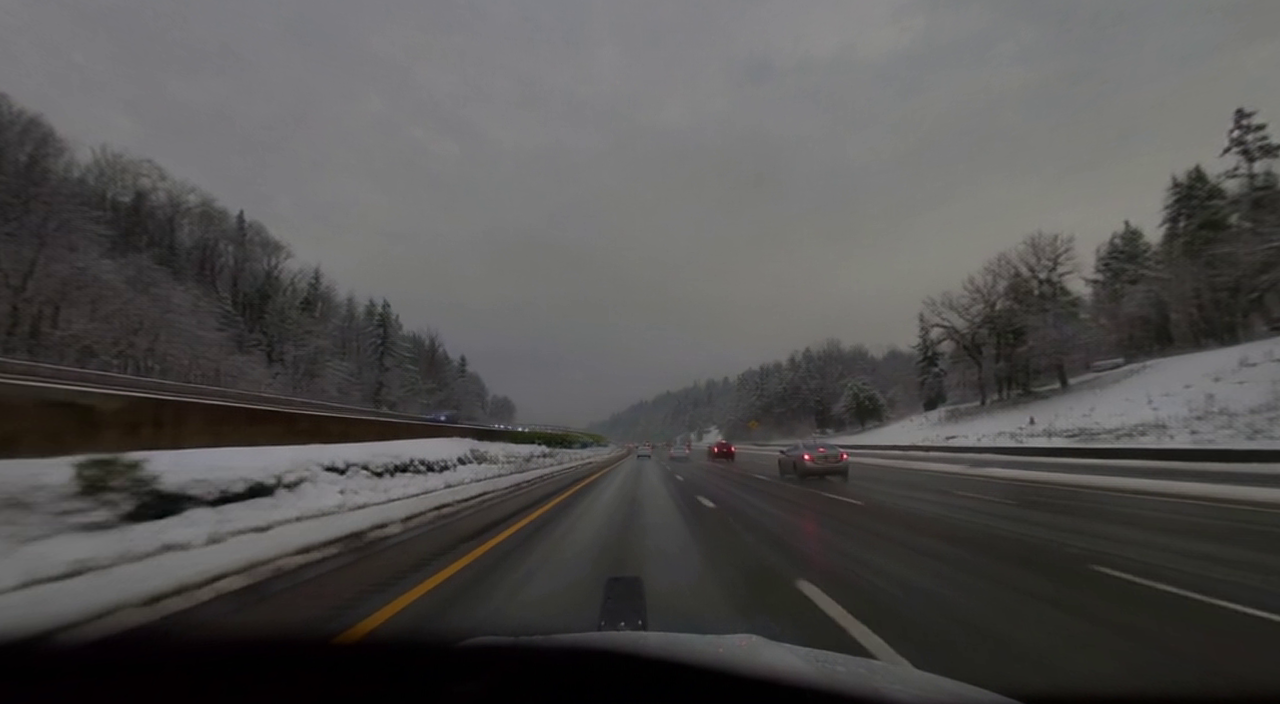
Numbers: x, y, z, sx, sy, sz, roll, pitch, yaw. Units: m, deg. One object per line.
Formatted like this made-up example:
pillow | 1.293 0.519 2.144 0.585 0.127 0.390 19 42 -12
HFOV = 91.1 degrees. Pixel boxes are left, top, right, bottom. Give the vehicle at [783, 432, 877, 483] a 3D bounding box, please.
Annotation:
vehicle | 7.035 3.950 23.830 2.048 1.697 4.689 0 -8 0
